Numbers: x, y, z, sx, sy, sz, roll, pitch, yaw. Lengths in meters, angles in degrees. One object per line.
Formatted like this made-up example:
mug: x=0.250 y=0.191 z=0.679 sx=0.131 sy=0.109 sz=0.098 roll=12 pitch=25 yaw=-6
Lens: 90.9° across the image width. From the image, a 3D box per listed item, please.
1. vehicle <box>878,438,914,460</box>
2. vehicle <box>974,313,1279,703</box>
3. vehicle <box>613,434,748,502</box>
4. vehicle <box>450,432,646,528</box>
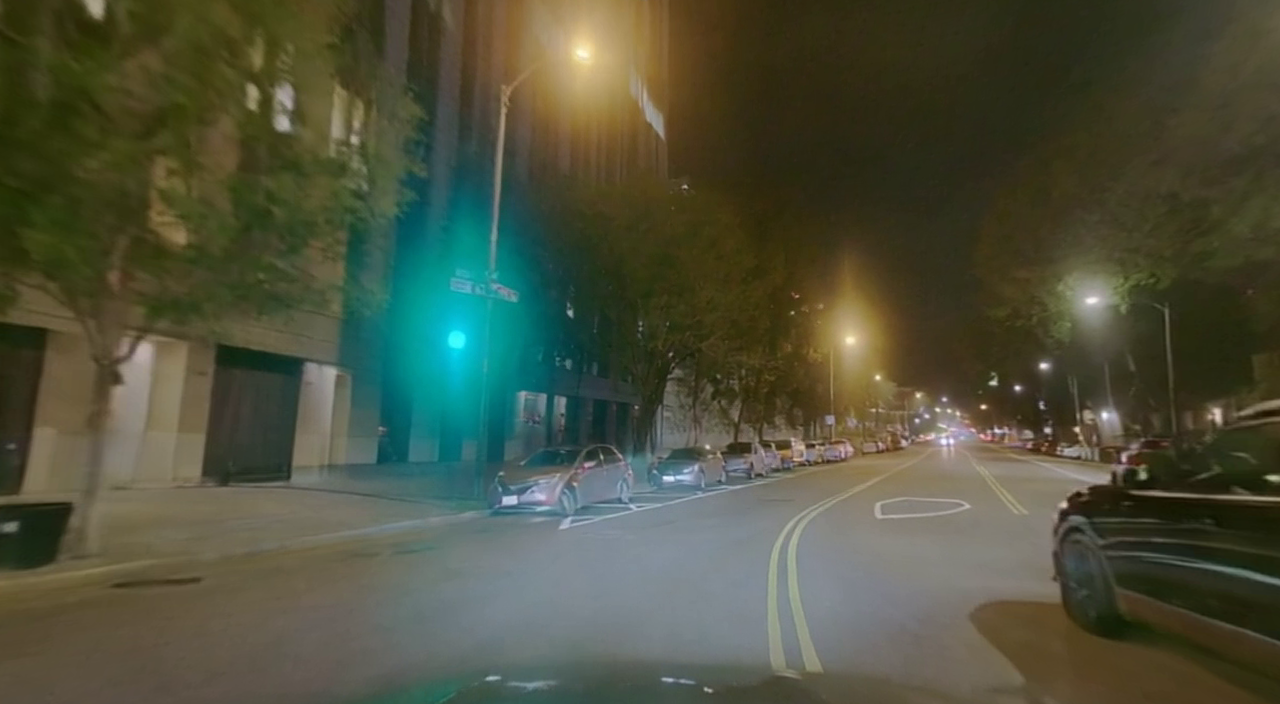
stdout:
vehicle: x=18.039 y=6.800 z=44.311 sx=1.852 sy=1.465 sz=4.092 roll=-4 pitch=-9 yaw=27
vehicle: x=3.821 y=0.735 z=2.119 sx=2.411 sy=1.899 sz=5.993 roll=0 pitch=-8 yaw=3
vehicle: x=1.345 y=3.249 z=18.251 sx=2.179 sy=1.658 sz=4.765 roll=-4 pitch=-9 yaw=27
vehicle: x=-1.669 y=2.526 z=13.150 sx=1.922 sy=1.628 sz=4.291 roll=-4 pitch=-9 yaw=26
